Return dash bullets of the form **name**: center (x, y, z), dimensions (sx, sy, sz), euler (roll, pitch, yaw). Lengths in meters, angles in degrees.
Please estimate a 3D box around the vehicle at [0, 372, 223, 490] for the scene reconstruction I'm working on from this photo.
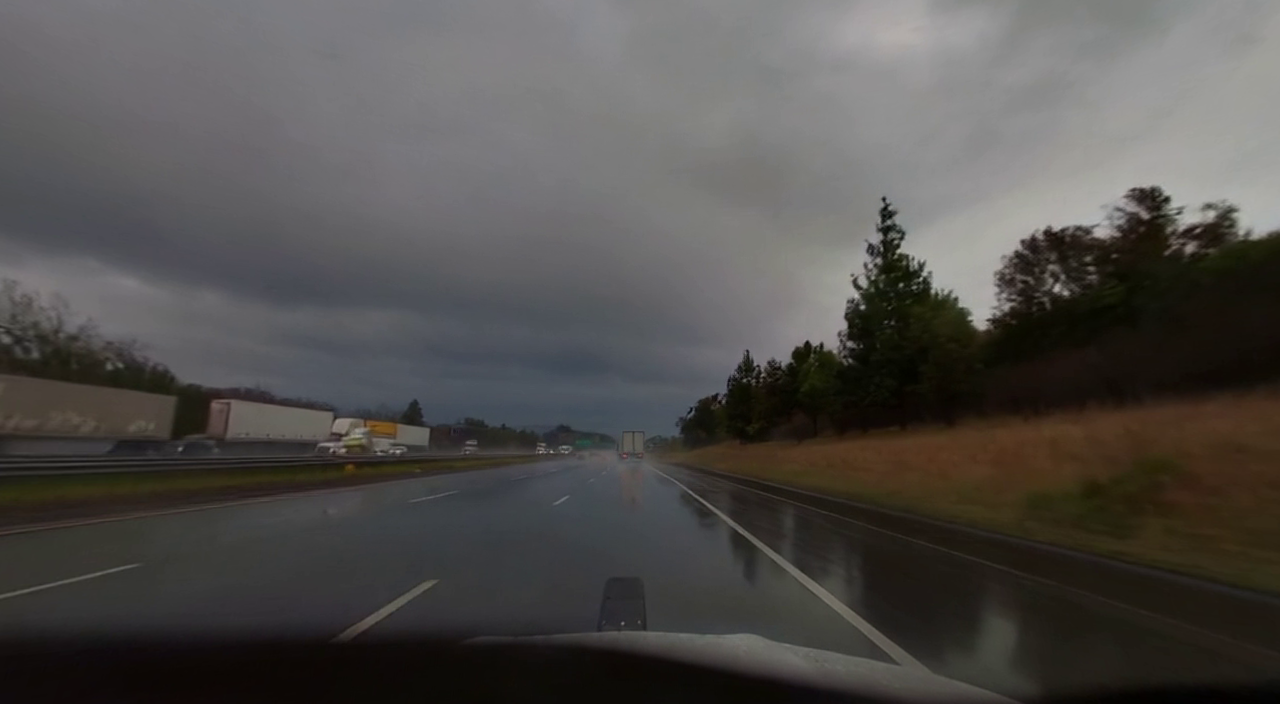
- **vehicle**: center (-23.720, 3.480, 26.554), dimensions (2.848, 4.048, 14.043), euler (0, -9, -1)

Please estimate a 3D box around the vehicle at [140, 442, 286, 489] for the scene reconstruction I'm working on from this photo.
- **vehicle**: center (-15.290, 4.073, 22.962), dimensions (2.155, 1.506, 4.541), euler (0, -9, 0)

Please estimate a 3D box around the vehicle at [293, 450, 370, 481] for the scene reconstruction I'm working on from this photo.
- **vehicle**: center (-15.229, 5.623, 31.337), dimensions (1.827, 1.416, 3.911), euler (0, -9, 0)

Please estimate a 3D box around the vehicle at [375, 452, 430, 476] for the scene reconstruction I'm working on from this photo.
- **vehicle**: center (-15.247, 7.208, 40.653), dimensions (1.858, 1.438, 4.410), euler (0, -9, 0)
